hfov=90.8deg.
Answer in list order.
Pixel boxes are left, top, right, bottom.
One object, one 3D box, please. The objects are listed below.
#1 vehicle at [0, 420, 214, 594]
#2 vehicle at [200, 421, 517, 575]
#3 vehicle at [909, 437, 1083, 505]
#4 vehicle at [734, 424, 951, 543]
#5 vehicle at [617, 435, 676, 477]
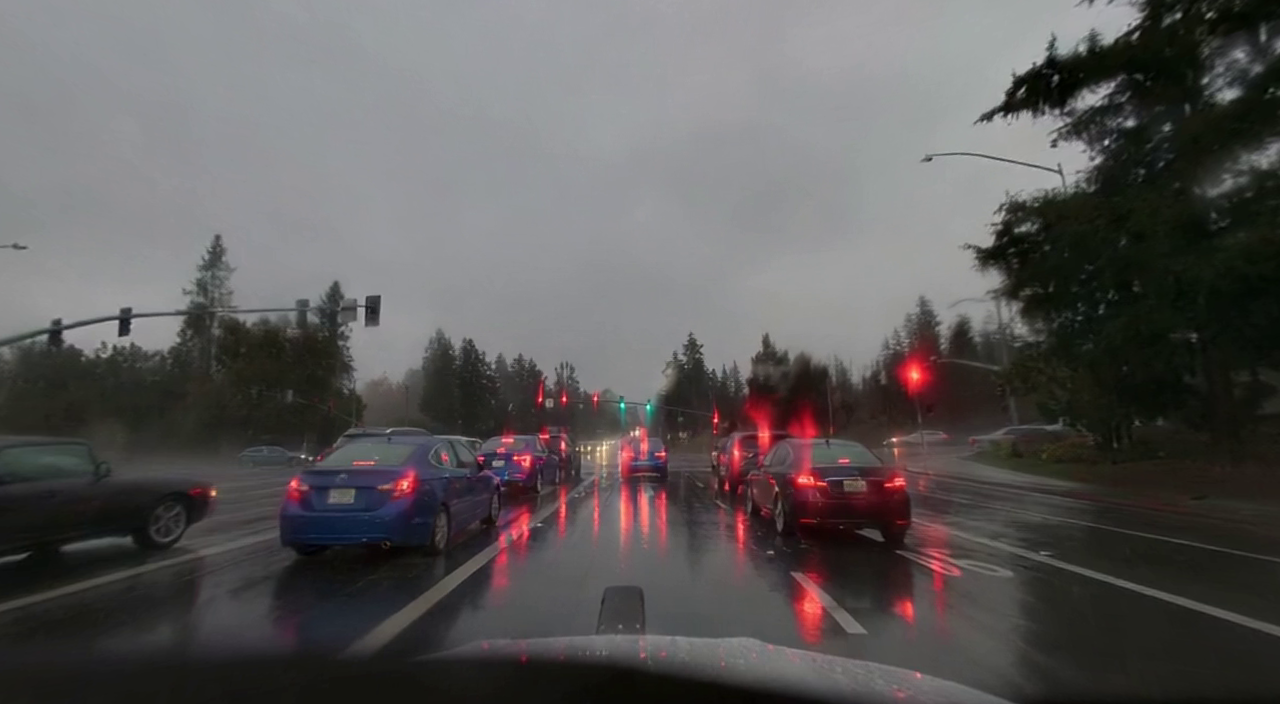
[{"bbox_3d":[-6.565,1.393,5.810,2.066,1.482,4.547,0,-9,1],"label":"vehicle"},{"bbox_3d":[-3.188,1.767,8.457,2.139,1.478,4.510,0,-9,0],"label":"vehicle"},{"bbox_3d":[8.933,3.005,16.457,2.004,1.499,4.679,0,-9,3],"label":"vehicle"},{"bbox_3d":[2.860,1.985,10.181,2.002,1.474,4.528,0,-9,0],"label":"vehicle"},{"bbox_3d":[0.200,4.034,24.701,2.114,1.482,4.056,0,-9,-1],"label":"vehicle"}]
